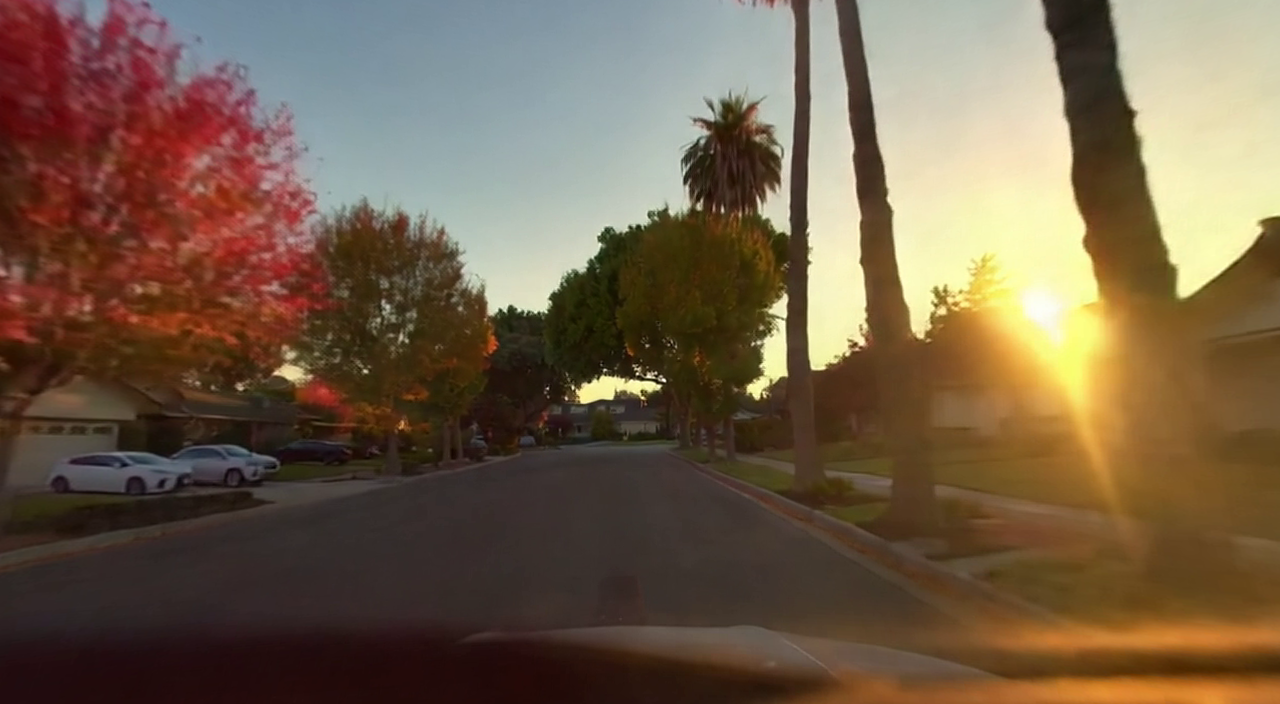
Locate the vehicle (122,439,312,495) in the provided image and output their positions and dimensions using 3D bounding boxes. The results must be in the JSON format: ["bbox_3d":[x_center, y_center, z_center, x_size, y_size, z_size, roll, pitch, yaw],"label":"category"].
[{"bbox_3d":[-14.479,3.930,21.888,5.050,1.774,2.031,0,-8,-2],"label":"vehicle"}]

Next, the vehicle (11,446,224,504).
[{"bbox_3d":[-15.246,3.592,18.681,4.358,1.516,2.077,0,-8,-3],"label":"vehicle"}]
